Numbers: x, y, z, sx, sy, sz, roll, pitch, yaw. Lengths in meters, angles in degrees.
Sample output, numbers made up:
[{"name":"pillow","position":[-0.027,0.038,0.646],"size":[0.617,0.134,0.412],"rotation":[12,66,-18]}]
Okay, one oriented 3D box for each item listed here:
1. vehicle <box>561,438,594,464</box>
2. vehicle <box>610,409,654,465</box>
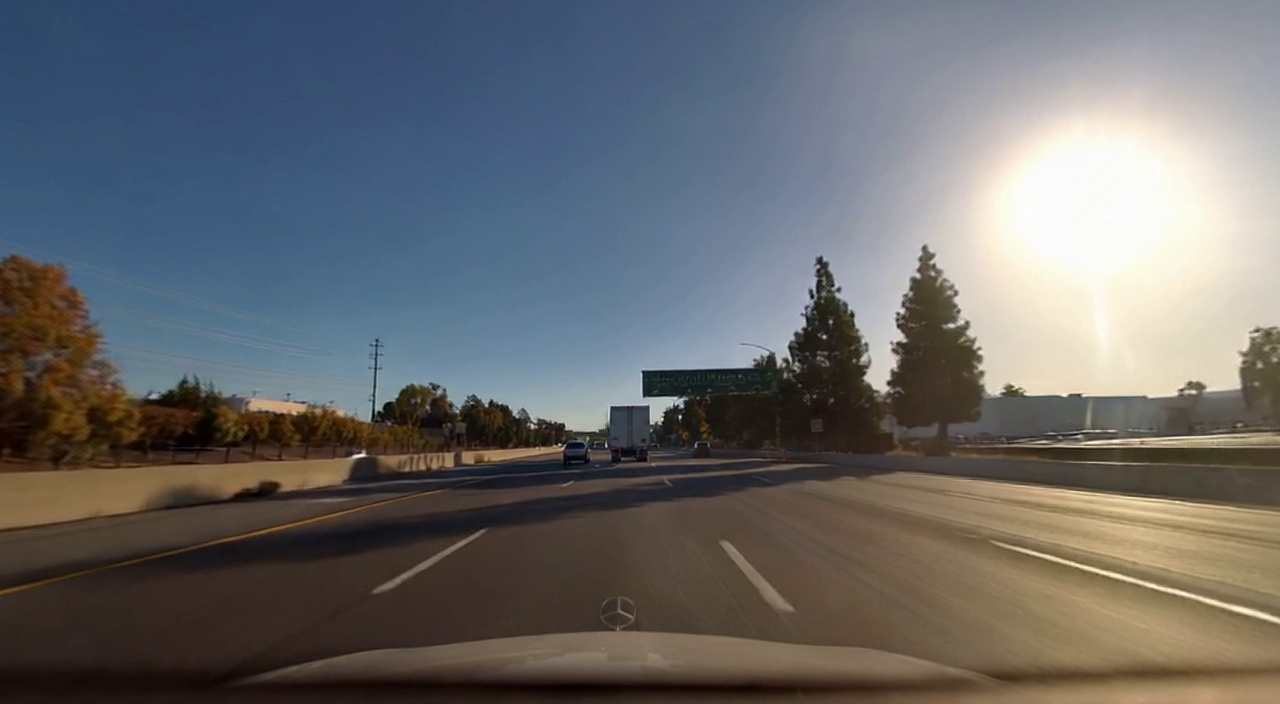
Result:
[{"name":"vehicle","position":[-4.786,7.697,49.162],"size":[2.095,1.930,4.680],"rotation":[0,-8,0]},{"name":"vehicle","position":[-0.485,6.602,48.604],"size":[3.000,3.786,11.740],"rotation":[0,-8,0]}]
